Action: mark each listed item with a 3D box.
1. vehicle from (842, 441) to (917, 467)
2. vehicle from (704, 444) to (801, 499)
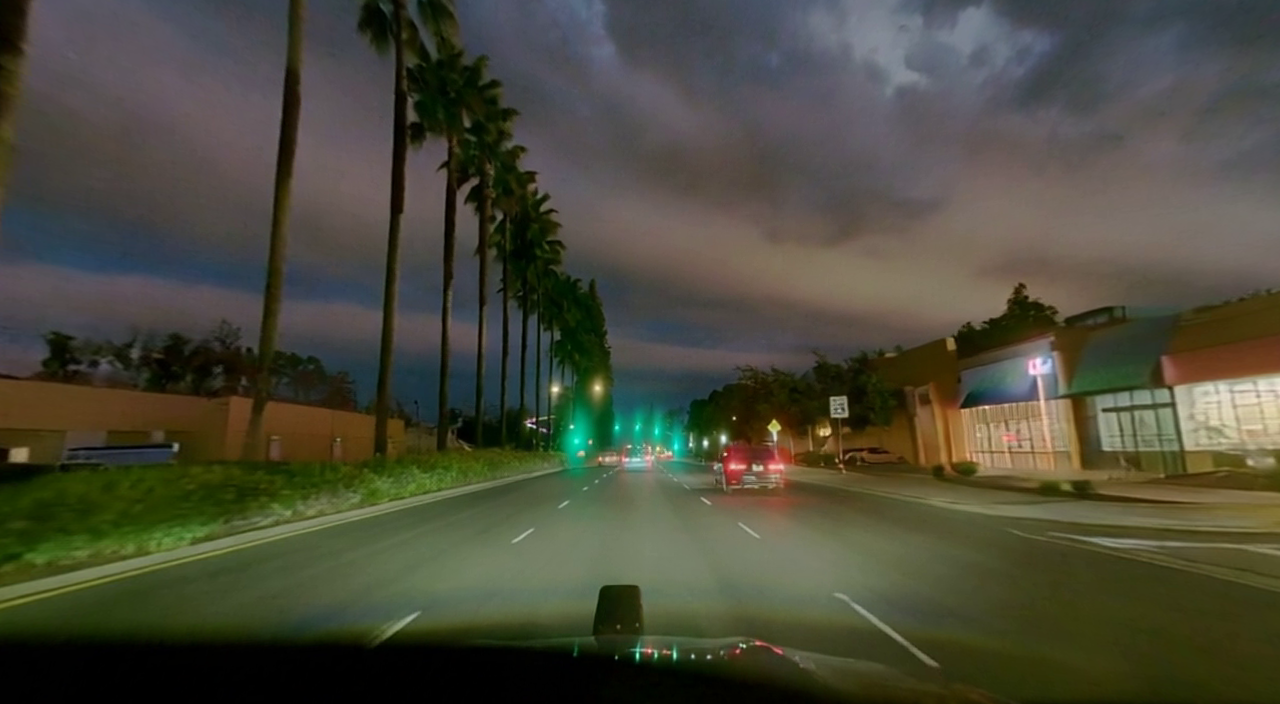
[{"bbox_3d":[15.697,6.691,41.510,4.091,1.605,2.017,0,-9,-2],"label":"vehicle"},{"bbox_3d":[3.407,3.707,20.081,2.090,1.503,4.566,0,-9,-2],"label":"vehicle"}]
